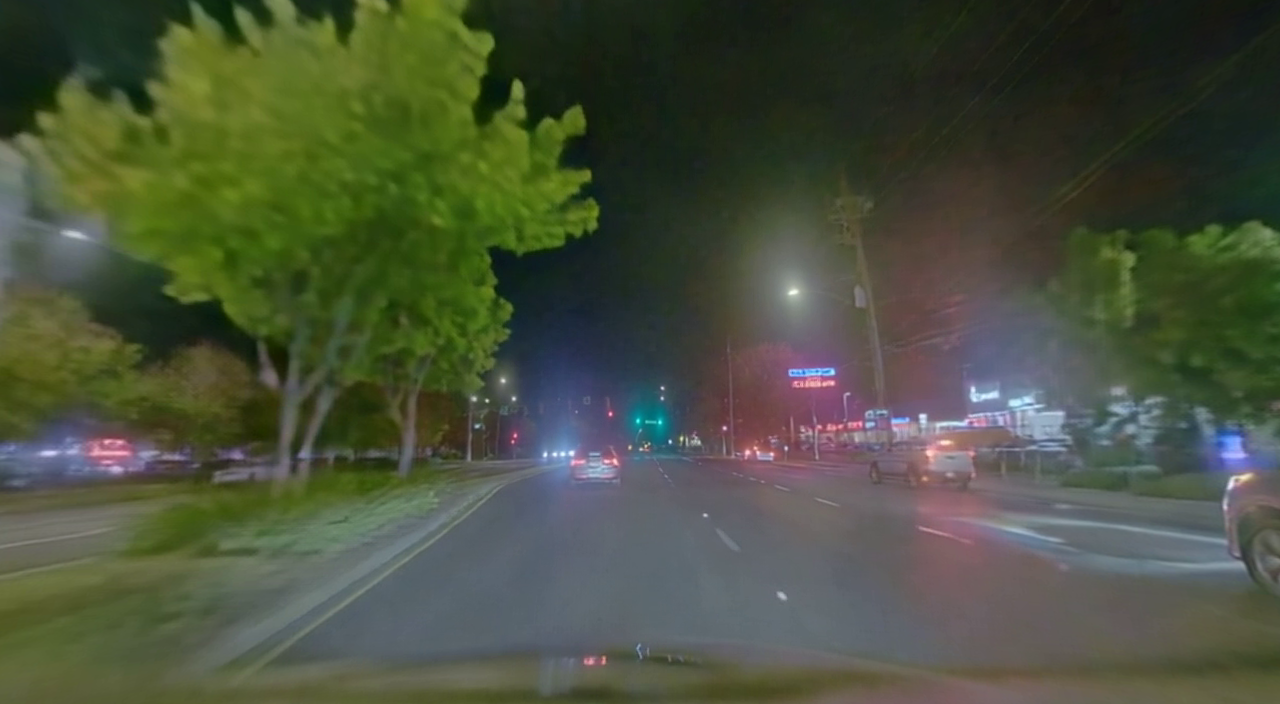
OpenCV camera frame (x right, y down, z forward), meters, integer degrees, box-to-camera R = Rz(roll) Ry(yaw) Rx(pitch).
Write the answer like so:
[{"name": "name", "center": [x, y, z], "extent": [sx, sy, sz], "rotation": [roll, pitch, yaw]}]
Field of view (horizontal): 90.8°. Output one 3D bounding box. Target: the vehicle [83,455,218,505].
[{"name": "vehicle", "center": [-19.276, 5.023, 25.192], "extent": [1.905, 1.698, 4.408], "rotation": [0, -9, -1]}]

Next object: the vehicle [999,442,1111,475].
[{"name": "vehicle", "center": [19.568, 5.010, 29.889], "extent": [4.212, 1.436, 1.919], "rotation": [-6, -10, 34]}]

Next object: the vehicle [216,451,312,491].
[{"name": "vehicle", "center": [-18.969, 5.981, 32.163], "extent": [2.027, 1.831, 4.644], "rotation": [0, -9, -1]}]

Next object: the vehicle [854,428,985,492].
[{"name": "vehicle", "center": [10.312, 4.049, 24.020], "extent": [2.266, 2.118, 5.742], "rotation": [0, -9, -1]}]

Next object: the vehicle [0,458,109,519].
[{"name": "vehicle", "center": [-19.049, 4.127, 19.125], "extent": [1.896, 1.620, 4.542], "rotation": [-2, -8, 1]}]

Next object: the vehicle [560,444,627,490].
[{"name": "vehicle", "center": [-1.647, 4.034, 22.554], "extent": [2.185, 1.473, 3.925], "rotation": [0, -9, -4]}]
